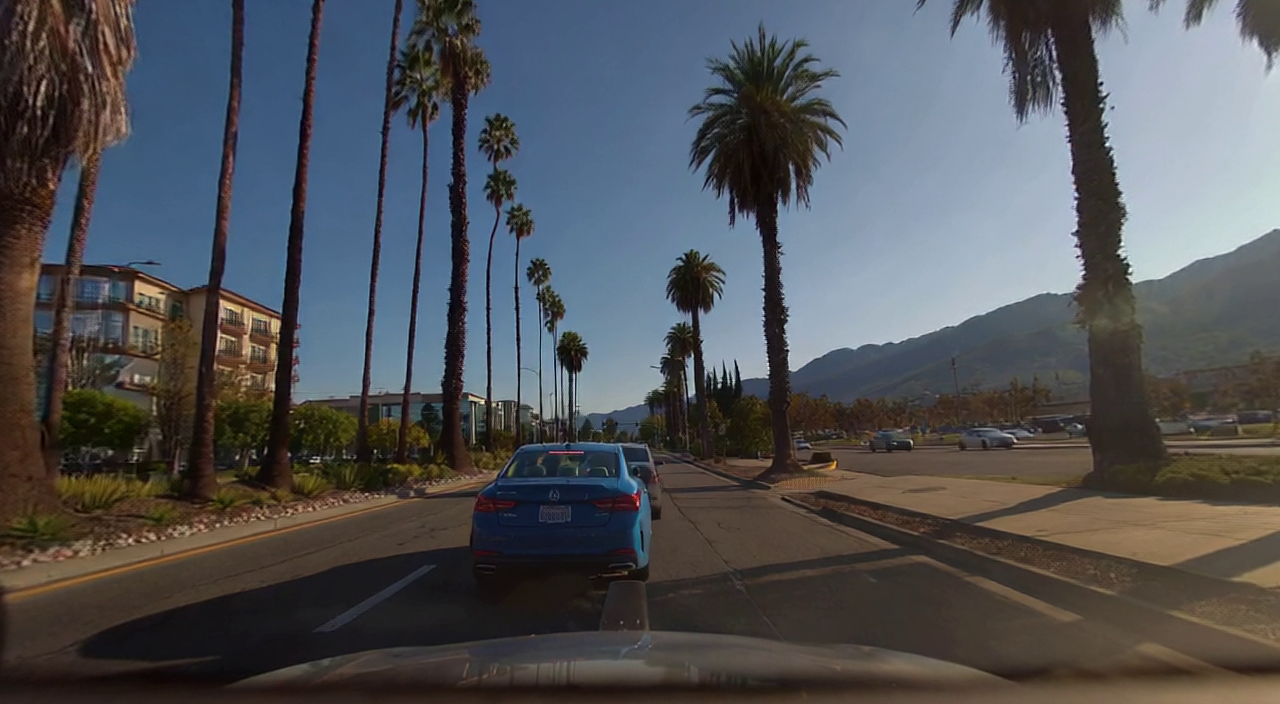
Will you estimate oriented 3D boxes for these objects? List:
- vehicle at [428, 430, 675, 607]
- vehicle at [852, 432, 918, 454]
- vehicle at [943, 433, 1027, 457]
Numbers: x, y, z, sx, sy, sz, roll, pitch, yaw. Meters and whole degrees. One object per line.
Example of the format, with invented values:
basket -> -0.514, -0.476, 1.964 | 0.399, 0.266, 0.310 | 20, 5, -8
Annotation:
vehicle -> -0.811, 1.687, 7.325 | 2.067, 1.459, 3.886 | 0, -8, -2
vehicle -> 19.262, 7.202, 49.785 | 1.925, 1.652, 4.490 | 6, -10, -34
vehicle -> 22.861, 6.155, 41.904 | 4.640, 1.526, 1.961 | 2, -9, -12
